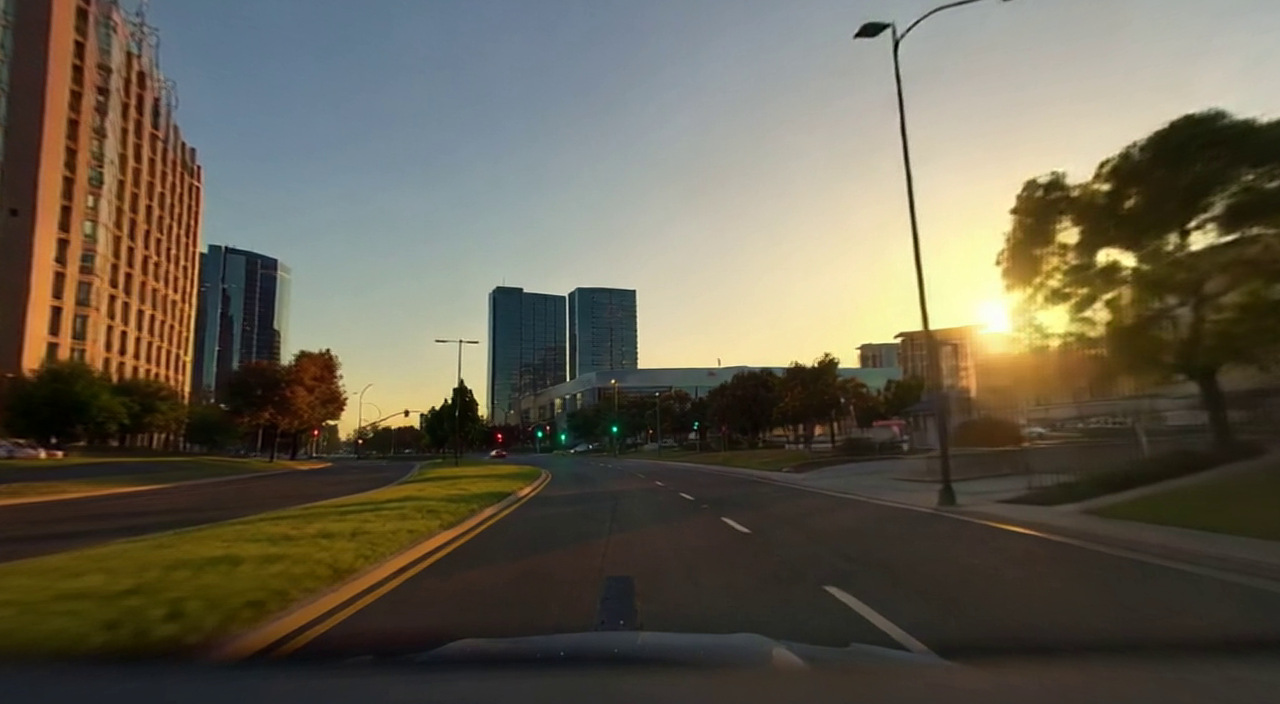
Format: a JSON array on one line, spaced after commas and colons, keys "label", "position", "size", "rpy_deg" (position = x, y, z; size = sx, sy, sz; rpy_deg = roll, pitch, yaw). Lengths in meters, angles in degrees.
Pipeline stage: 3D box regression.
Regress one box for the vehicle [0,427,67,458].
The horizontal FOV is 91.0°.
[{"label": "vehicle", "position": [-31.680, 4.497, 31.155], "size": [4.499, 1.476, 1.927], "rpy_deg": [1, -9, -7]}]
